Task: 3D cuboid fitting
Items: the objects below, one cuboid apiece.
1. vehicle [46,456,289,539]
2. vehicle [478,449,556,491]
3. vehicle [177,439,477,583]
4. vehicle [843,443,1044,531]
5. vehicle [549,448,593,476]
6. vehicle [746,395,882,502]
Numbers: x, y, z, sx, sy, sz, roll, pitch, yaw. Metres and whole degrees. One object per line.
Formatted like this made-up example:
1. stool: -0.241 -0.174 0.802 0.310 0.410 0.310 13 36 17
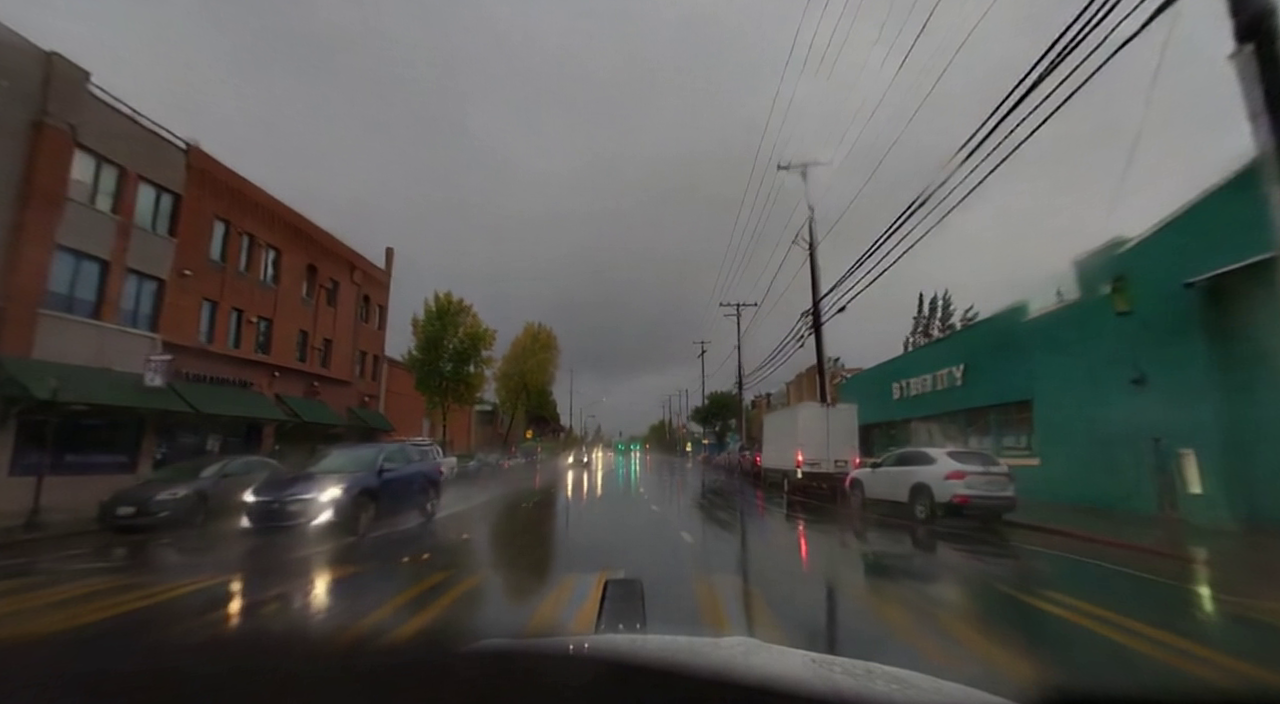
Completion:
1. vehicle: -10.011 3.062 13.936 1.978 1.452 4.263 0 -8 1
2. vehicle: -4.730 4.579 25.023 1.845 1.469 4.413 -1 -8 5
3. vehicle: -3.870 2.002 8.864 2.050 1.505 4.219 0 -8 0
4. vehicle: 6.491 2.880 14.188 1.963 1.646 4.204 1 -9 -8
5. vehicle: -3.959 6.381 36.888 1.925 1.479 4.444 0 -8 2
6. vehicle: 5.910 3.465 22.969 2.815 3.203 7.558 0 -8 0
